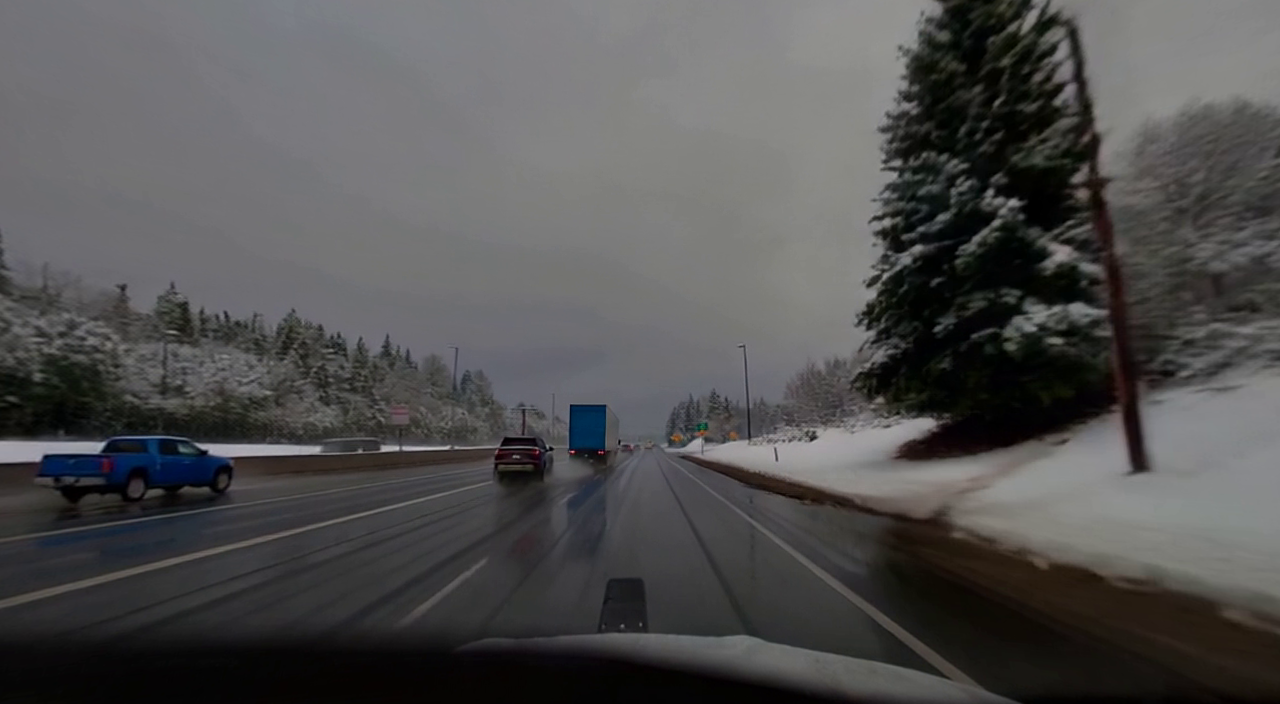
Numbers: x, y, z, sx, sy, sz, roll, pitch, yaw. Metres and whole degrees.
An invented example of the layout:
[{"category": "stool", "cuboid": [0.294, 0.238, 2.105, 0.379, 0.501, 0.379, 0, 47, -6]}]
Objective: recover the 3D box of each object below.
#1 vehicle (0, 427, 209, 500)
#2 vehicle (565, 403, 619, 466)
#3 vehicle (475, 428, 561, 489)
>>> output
[{"category": "vehicle", "cuboid": [-14.349, 2.953, 17.150, 1.997, 1.695, 4.492, 0, -8, 1]}, {"category": "vehicle", "cuboid": [-3.318, 6.268, 47.343, 2.905, 4.037, 12.921, 0, -8, 1]}, {"category": "vehicle", "cuboid": [-4.015, 3.579, 21.616, 2.058, 1.840, 4.443, 0, -8, 0]}]
